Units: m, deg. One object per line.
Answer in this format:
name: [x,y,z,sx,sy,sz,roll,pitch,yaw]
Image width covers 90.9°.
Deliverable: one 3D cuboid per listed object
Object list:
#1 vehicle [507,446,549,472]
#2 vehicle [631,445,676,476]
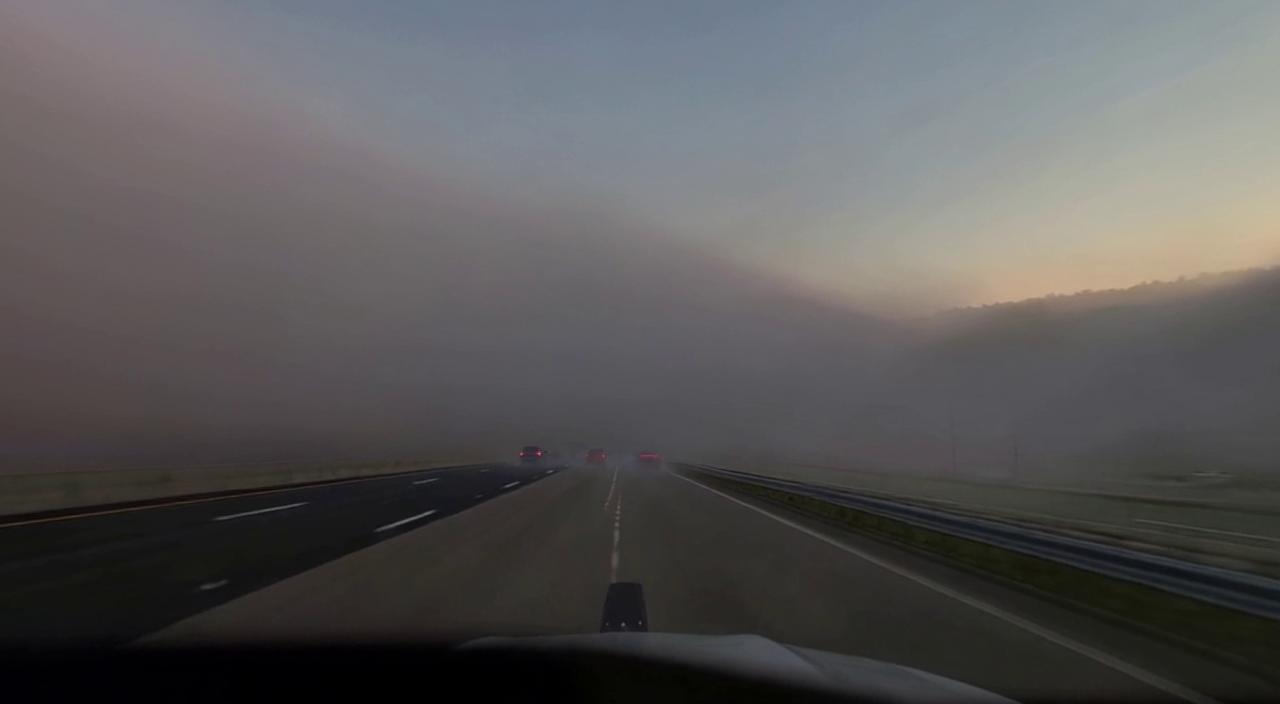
vehicle: [-6.853,6.608,39.004,1.955,1.468,3.637,0,-9,-1]
vehicle: [0.629,5.636,32.828,2.019,1.475,4.301,0,-9,-3]
